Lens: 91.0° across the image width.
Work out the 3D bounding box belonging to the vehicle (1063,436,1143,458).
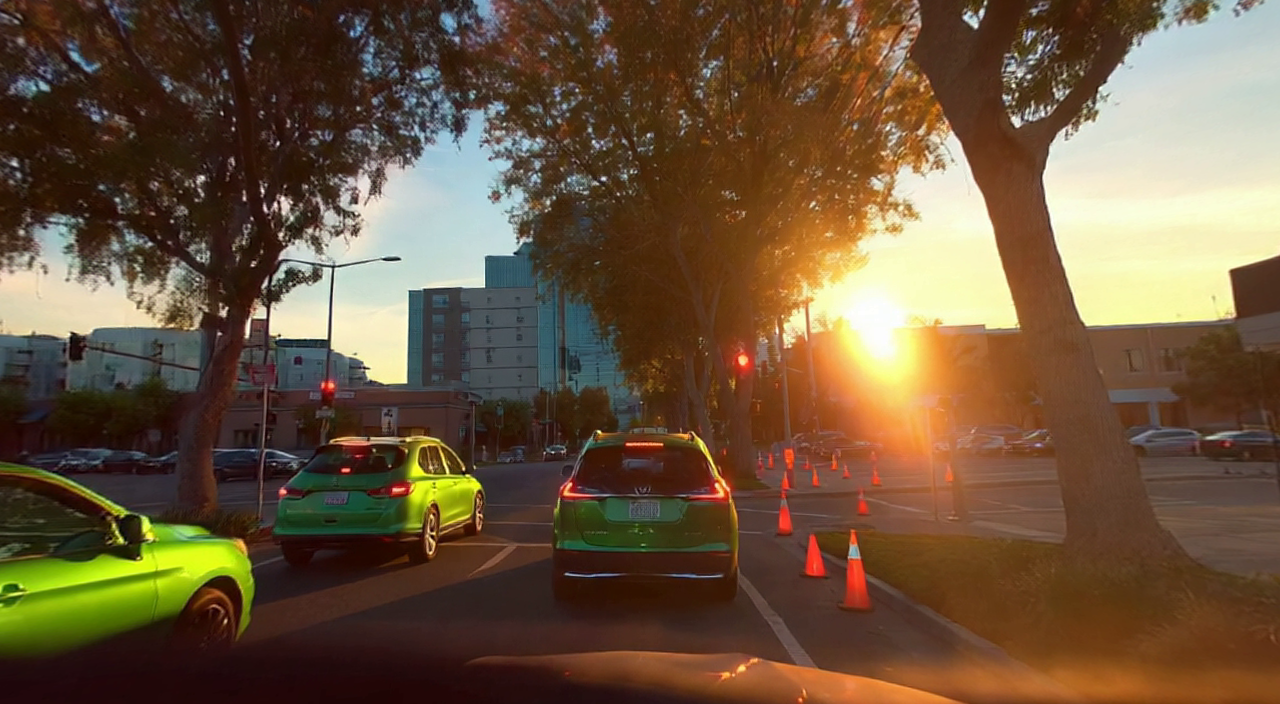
[{"bbox_3d":[36.698,7.566,49.969,4.791,1.635,1.857,0,-9,1],"label":"vehicle"}]

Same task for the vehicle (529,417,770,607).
[{"bbox_3d":[0.125,1.629,7.211,2.021,1.560,3.676,0,-9,1],"label":"vehicle"}]

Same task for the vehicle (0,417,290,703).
[{"bbox_3d":[-3.580,0.950,2.148,1.964,1.497,4.722,0,-9,1],"label":"vehicle"}]

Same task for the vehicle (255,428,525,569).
[{"bbox_3d":[-3.251,1.999,9.451,1.989,1.541,4.626,0,-9,2],"label":"vehicle"}]

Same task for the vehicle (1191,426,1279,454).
[{"bbox_3d":[38.999,5.707,40.682,4.805,1.688,1.923,0,-9,1],"label":"vehicle"}]

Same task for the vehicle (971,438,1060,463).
[{"bbox_3d":[24.063,6.334,40.449,4.463,1.482,1.808,0,-9,2],"label":"vehicle"}]

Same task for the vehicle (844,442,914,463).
[{"bbox_3d":[17.924,7.577,47.328,4.581,1.480,1.752,1,-9,0],"label":"vehicle"}]
